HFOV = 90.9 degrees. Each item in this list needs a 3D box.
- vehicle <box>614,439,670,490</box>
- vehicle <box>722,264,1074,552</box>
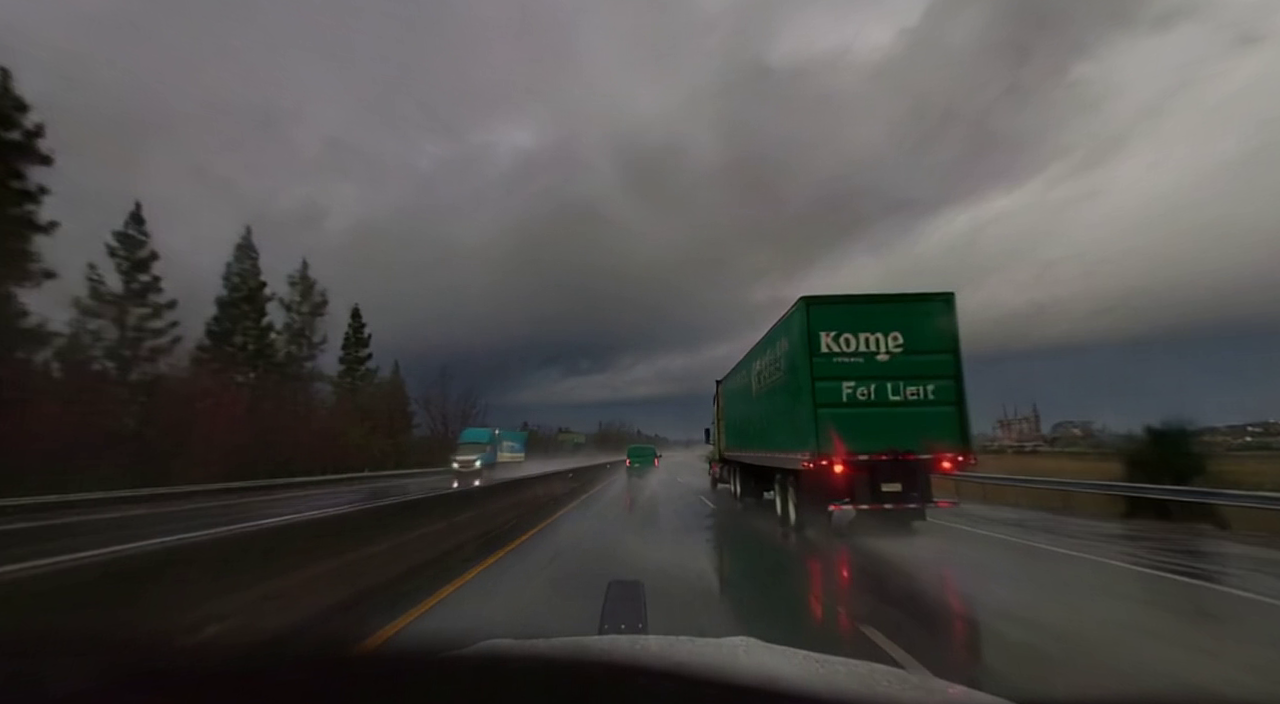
[{"bbox_3d":[0.090,4.515,25.572,2.105,1.865,4.102,0,-9,0],"label":"vehicle"},{"bbox_3d":[4.318,1.701,15.032,3.030,3.985,12.707,0,-9,0],"label":"vehicle"}]
